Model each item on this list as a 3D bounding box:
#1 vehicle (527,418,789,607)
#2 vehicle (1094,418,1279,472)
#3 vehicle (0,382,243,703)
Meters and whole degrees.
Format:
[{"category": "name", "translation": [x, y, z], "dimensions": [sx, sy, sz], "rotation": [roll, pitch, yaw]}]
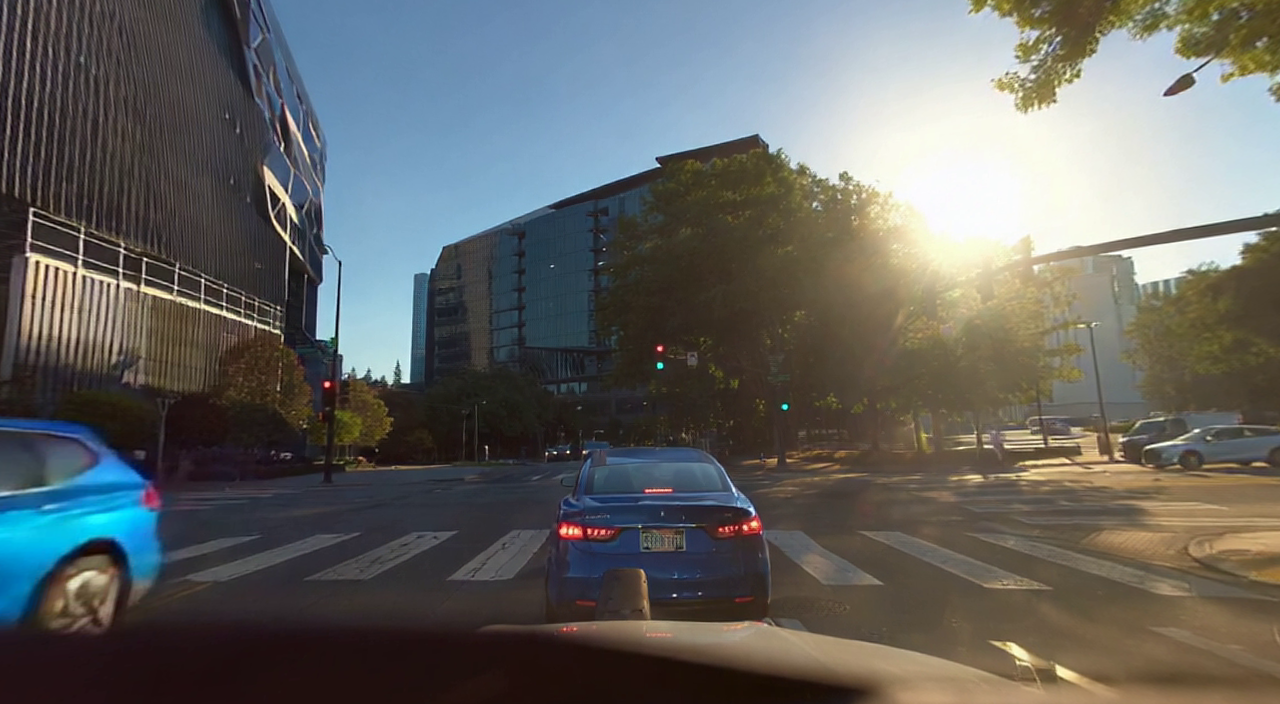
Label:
[{"category": "vehicle", "translation": [-0.143, 1.653, 7.492], "dimensions": [1.893, 1.532, 4.145], "rotation": [2, -9, -16]}, {"category": "vehicle", "translation": [19.122, 3.270, 22.220], "dimensions": [4.675, 1.772, 1.945], "rotation": [0, -8, 0]}, {"category": "vehicle", "translation": [-4.465, 1.014, 3.148], "dimensions": [2.006, 1.756, 4.599], "rotation": [0, -8, -1]}]
